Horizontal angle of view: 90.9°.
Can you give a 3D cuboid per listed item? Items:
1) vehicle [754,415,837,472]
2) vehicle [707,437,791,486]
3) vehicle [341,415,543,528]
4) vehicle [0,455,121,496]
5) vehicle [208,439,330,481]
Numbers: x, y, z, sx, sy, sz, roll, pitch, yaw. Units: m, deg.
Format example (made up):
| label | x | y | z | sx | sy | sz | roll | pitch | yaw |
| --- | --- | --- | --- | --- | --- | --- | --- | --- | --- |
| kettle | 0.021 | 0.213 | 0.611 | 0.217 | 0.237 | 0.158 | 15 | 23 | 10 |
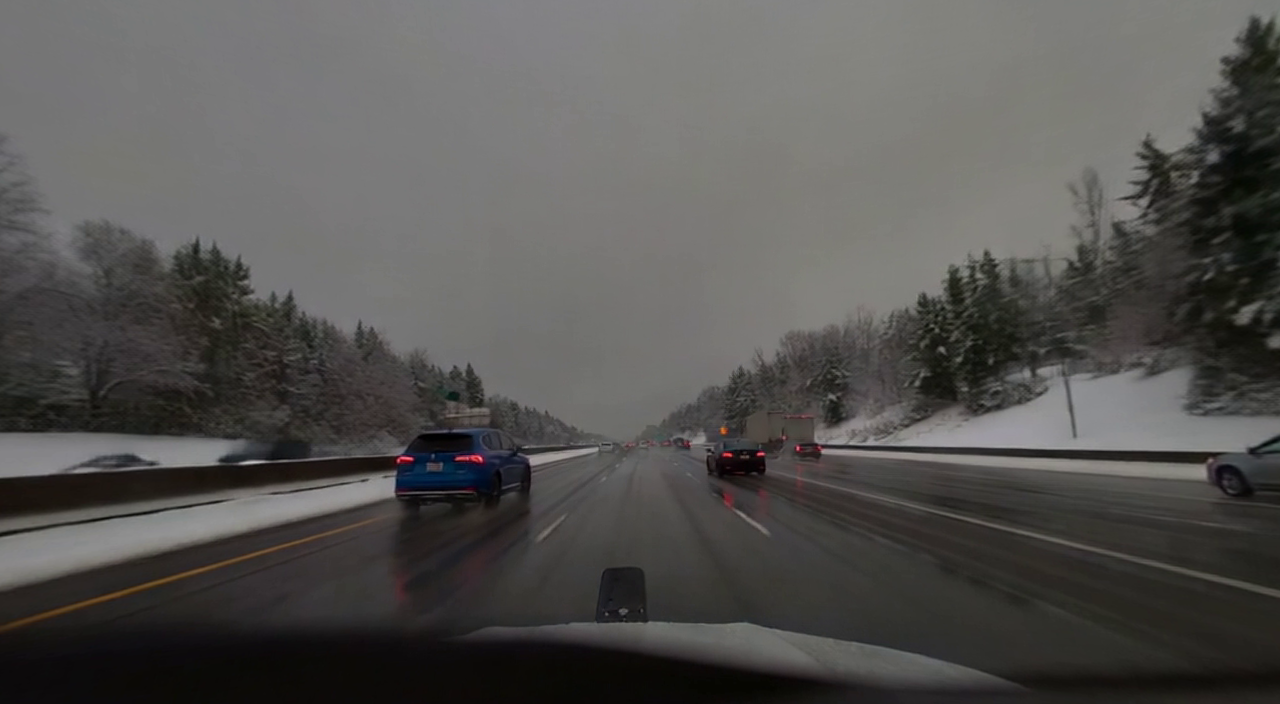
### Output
| label | x | y | z | sx | sy | sz | roll | pitch | yaw |
| --- | --- | --- | --- | --- | --- | --- | --- | --- | --- |
| vehicle | 7.685 | 4.634 | 31.911 | 2.729 | 2.628 | 4.875 | 0 | -9 | -2 |
| vehicle | 3.645 | 3.772 | 22.041 | 2.080 | 1.493 | 4.674 | 0 | -9 | -1 |
| vehicle | -3.526 | 2.279 | 12.595 | 2.218 | 1.764 | 5.229 | 0 | -9 | 2 |
| vehicle | -26.518 | 5.509 | 28.537 | 2.027 | 1.614 | 4.719 | 0 | -9 | 0 |
| vehicle | -15.870 | 4.647 | 27.413 | 2.054 | 1.601 | 5.275 | 0 | -9 | 1 |
